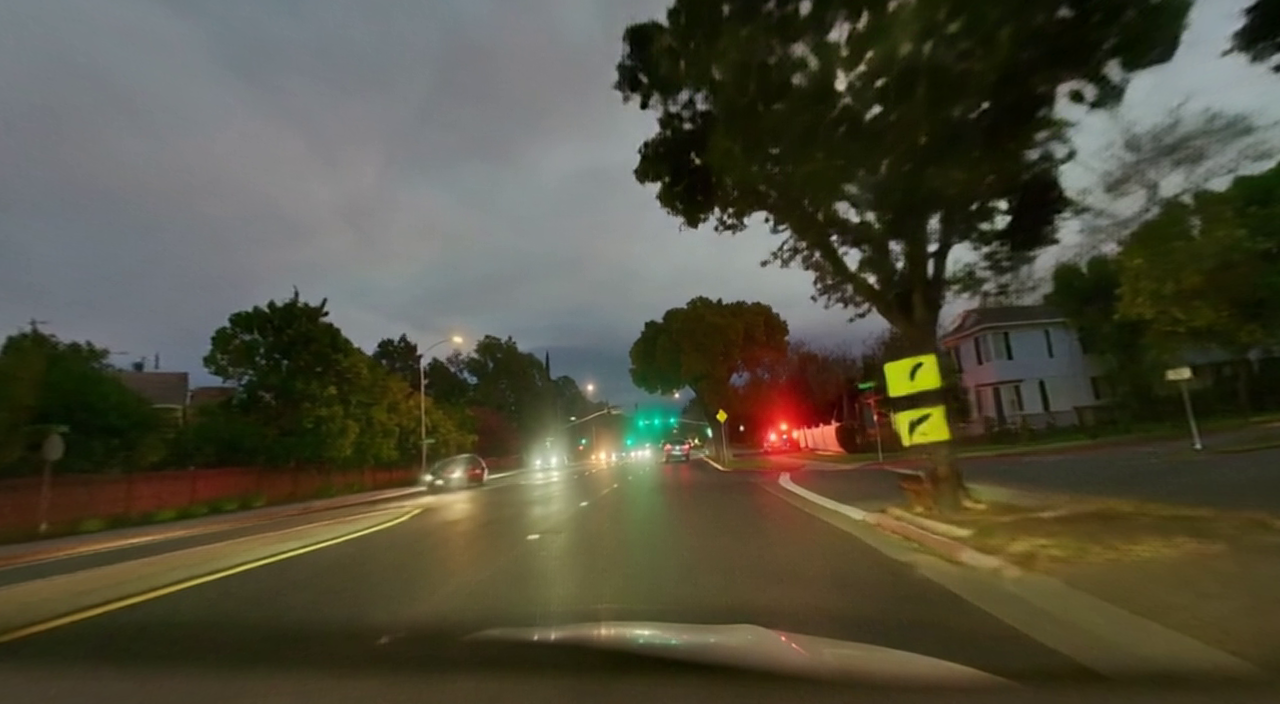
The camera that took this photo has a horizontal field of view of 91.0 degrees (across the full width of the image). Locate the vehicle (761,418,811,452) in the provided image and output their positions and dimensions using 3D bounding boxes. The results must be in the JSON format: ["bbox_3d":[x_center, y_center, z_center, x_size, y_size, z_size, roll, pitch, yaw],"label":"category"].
[{"bbox_3d":[10.643,6.183,46.463,2.531,2.263,6.802,-1,-8,4],"label":"vehicle"}]

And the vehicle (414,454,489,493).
[{"bbox_3d":[-9.576,6.188,32.398,2.014,1.734,4.482,-2,-8,7],"label":"vehicle"}]

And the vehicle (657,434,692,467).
[{"bbox_3d":[2.250,6.295,40.357,2.059,1.908,4.714,-1,-8,5],"label":"vehicle"}]
